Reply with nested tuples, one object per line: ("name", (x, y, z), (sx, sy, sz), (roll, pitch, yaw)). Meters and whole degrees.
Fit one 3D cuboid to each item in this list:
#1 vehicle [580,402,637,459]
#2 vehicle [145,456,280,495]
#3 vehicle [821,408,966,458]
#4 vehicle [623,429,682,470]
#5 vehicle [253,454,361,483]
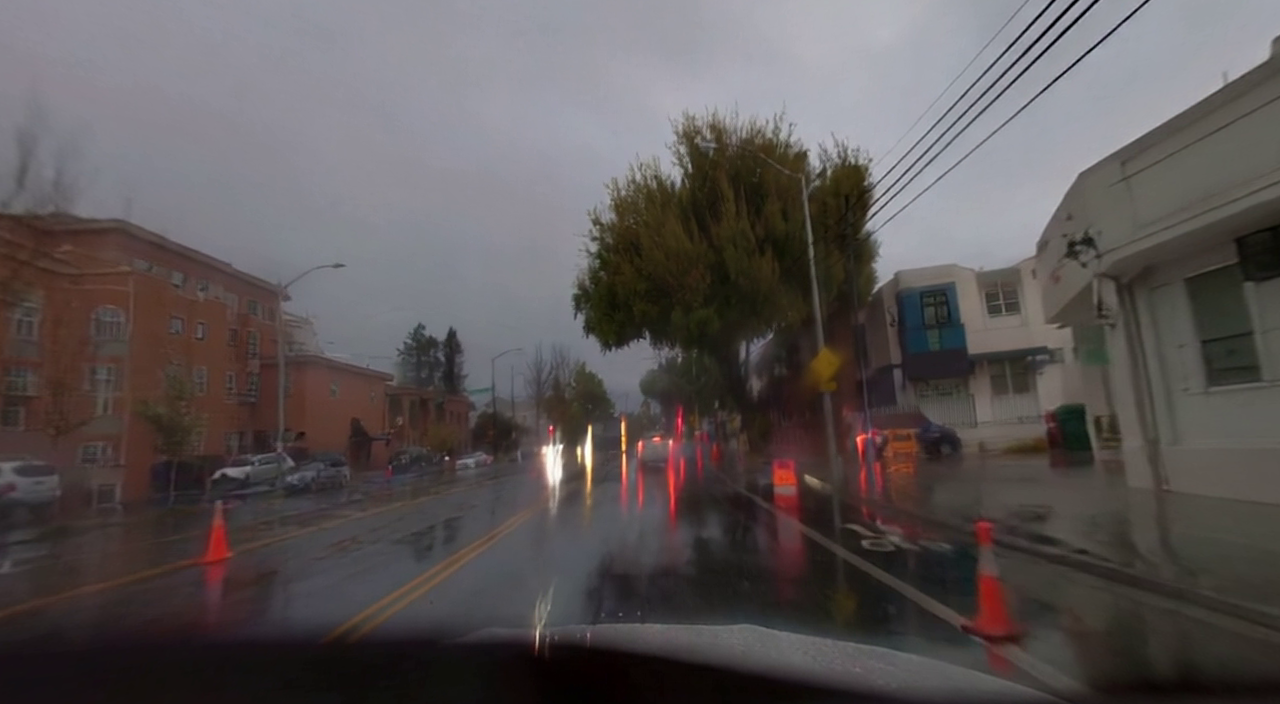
("vehicle", (-1.828, 5.312, 42.931), (2.977, 3.271, 12.748), (0, -7, 1))
("vehicle", (-19.678, 5.680, 29.245), (4.696, 1.513, 2.243), (-1, -7, 3))
("vehicle", (10.200, 3.288, 25.708), (4.859, 1.914, 2.333), (0, -7, -4))
("vehicle", (0.520, 3.845, 25.390), (2.159, 1.506, 4.086), (0, -7, 2))
("vehicle", (-18.763, 6.543, 35.690), (4.952, 1.510, 2.115), (-1, -7, 5))
